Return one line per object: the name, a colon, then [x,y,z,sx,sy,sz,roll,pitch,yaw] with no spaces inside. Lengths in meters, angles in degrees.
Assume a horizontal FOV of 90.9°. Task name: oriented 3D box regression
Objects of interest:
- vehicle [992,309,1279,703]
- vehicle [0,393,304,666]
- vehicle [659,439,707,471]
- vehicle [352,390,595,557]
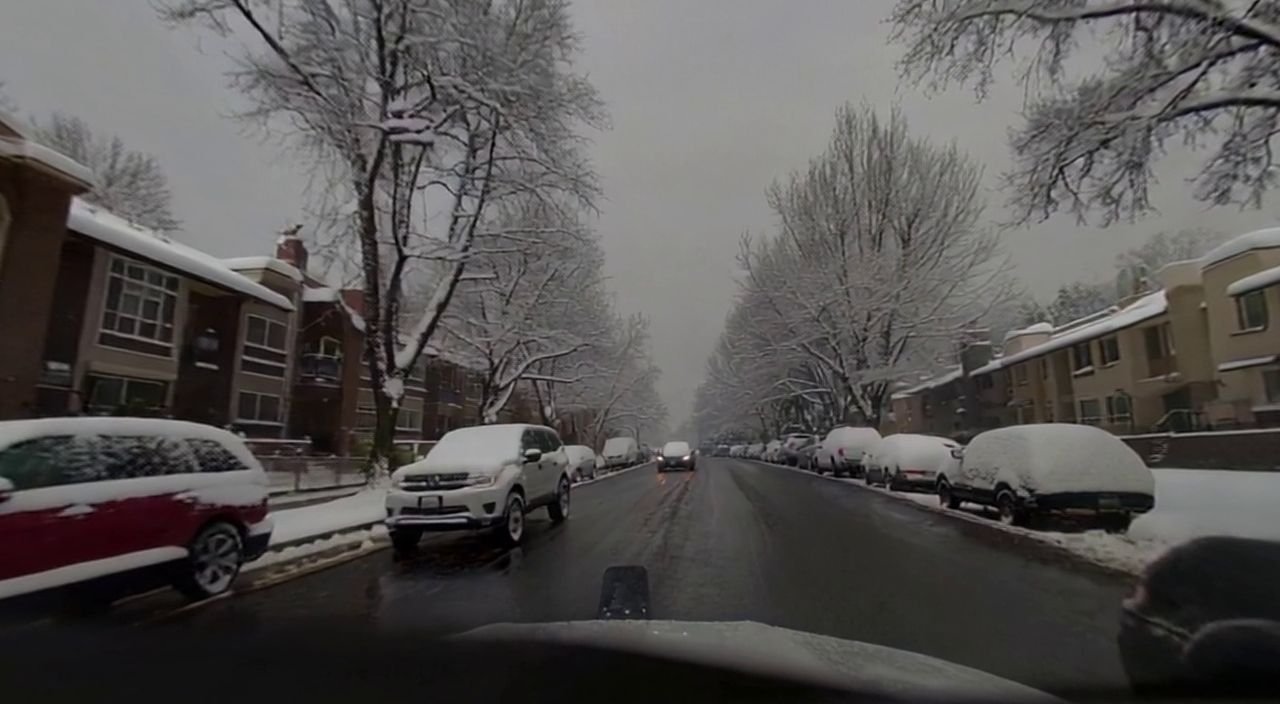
vehicle: [2.930,0.613,1.112,2.055,1.717,5.172,-1,-8,6]
vehicle: [-5.141,1.317,5.138,2.002,1.774,4.568,-1,-8,4]
vehicle: [2.301,5.292,32.622,1.971,1.476,4.593,-2,-8,9]
vehicle: [-2.285,1.879,10.449,2.197,2.047,4.985,-1,-8,6]
